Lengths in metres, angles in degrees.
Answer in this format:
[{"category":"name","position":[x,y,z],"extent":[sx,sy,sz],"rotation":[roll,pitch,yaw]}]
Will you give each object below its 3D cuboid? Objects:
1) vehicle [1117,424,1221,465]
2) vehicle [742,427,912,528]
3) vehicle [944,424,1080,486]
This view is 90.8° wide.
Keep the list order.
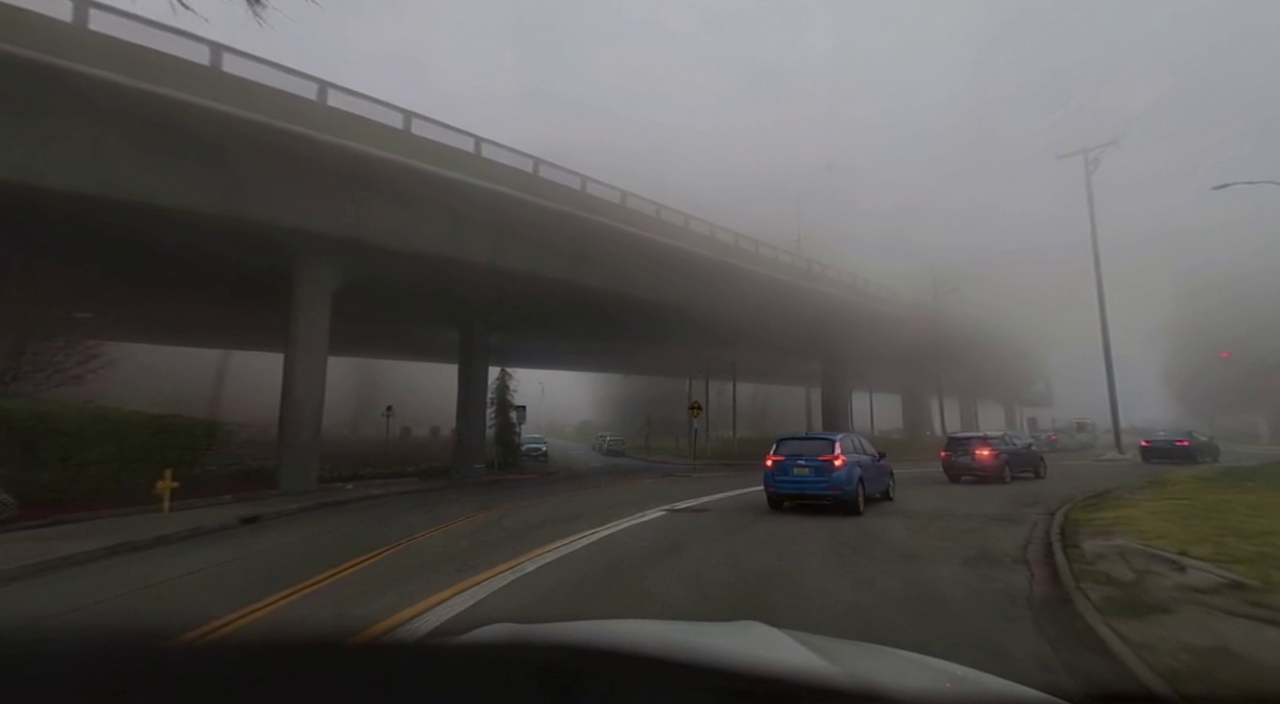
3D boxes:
[{"category":"vehicle","position":[24.974,4.368,29.799],"extent":[4.310,1.762,1.995],"rotation":[4,-9,-25]},{"category":"vehicle","position":[3.889,2.359,12.543],"extent":[2.087,1.578,4.652],"rotation":[-5,-10,30]},{"category":"vehicle","position":[12.962,3.545,21.931],"extent":[4.771,1.885,2.241],"rotation":[6,-11,-36]}]
